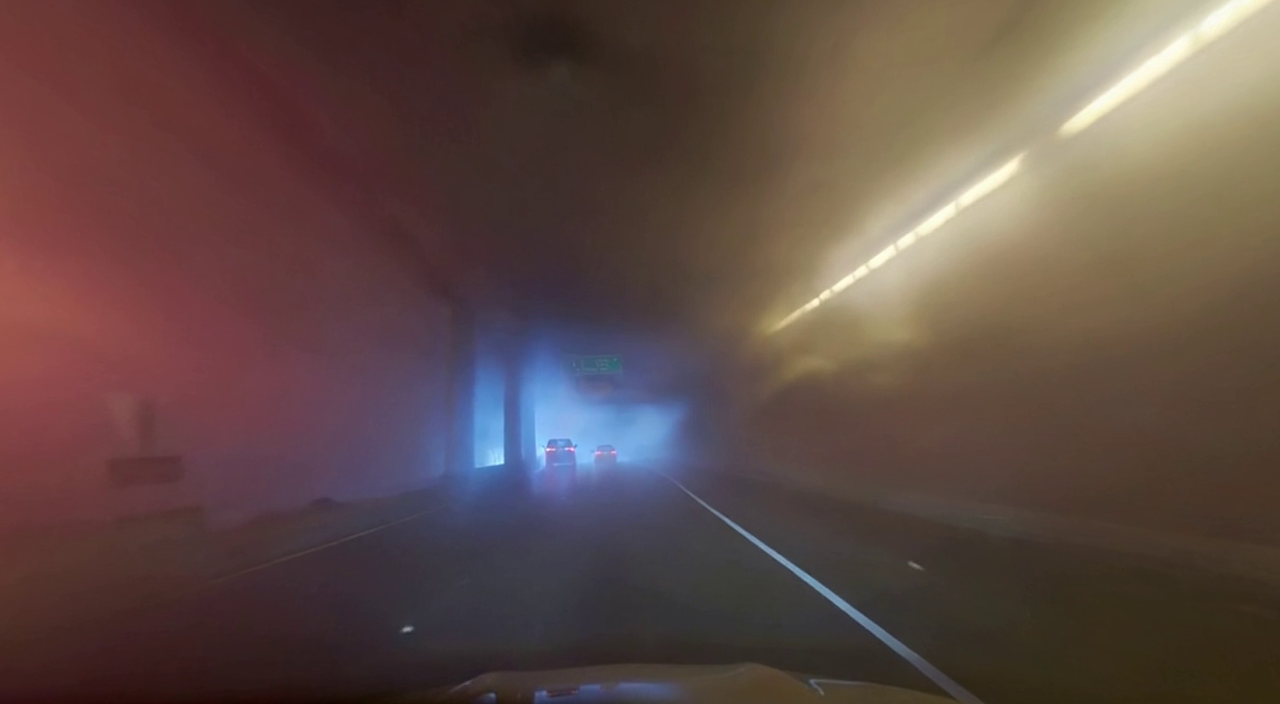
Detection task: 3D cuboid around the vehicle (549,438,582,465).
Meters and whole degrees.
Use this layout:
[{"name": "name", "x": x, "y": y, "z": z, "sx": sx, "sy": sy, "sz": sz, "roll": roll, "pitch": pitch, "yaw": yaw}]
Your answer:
[{"name": "vehicle", "x": -5.213, "y": 6.988, "z": 44.517, "sx": 1.961, "sy": 1.725, "sz": 4.315, "roll": 0, "pitch": -8, "yaw": -2}]
